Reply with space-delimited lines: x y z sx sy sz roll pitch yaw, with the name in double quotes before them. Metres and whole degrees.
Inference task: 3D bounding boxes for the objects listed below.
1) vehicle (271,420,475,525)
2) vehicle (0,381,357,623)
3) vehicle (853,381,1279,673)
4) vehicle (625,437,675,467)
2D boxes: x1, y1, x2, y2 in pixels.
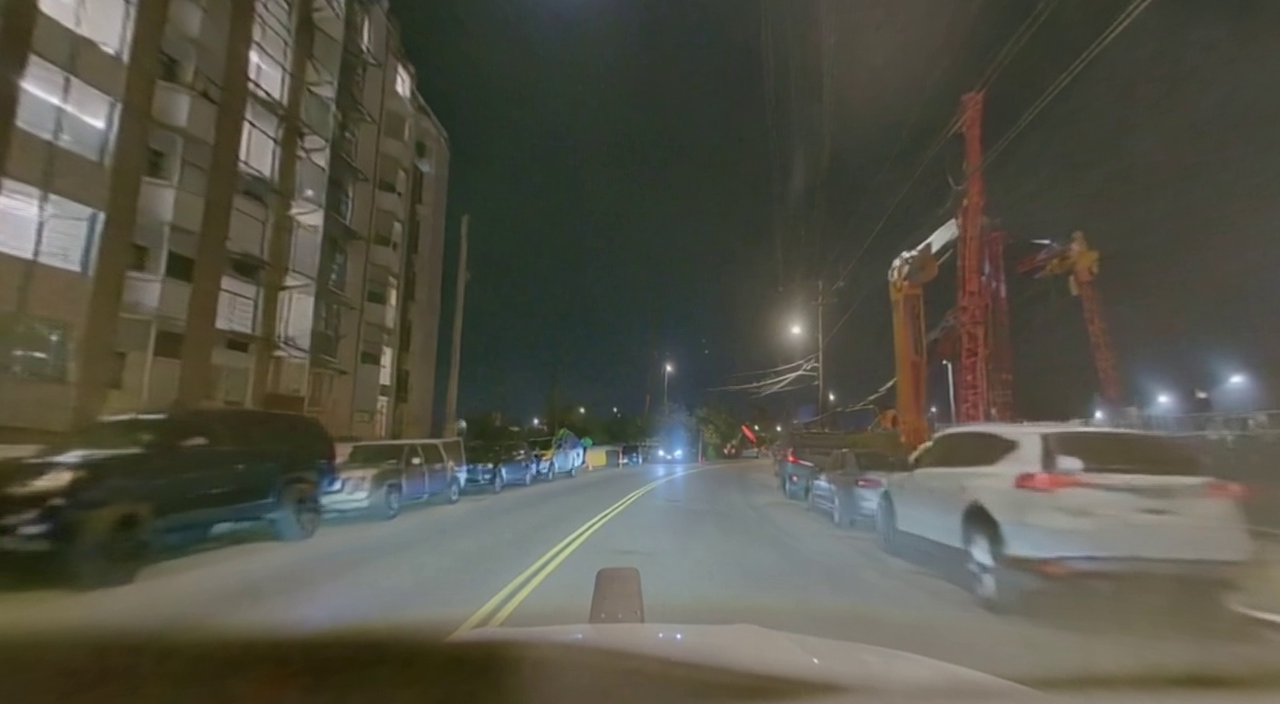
"vehicle" -5.558 2.565 14.016 1.976 1.886 4.831 -1 -9 6
"vehicle" -5.910 1.539 7.392 2.194 1.861 5.725 -1 -9 4
"vehicle" 3.884 1.447 6.429 2.084 1.804 4.882 -1 -9 5
"vehicle" 0.749 6.686 42.159 1.953 1.871 4.712 -3 -9 19
